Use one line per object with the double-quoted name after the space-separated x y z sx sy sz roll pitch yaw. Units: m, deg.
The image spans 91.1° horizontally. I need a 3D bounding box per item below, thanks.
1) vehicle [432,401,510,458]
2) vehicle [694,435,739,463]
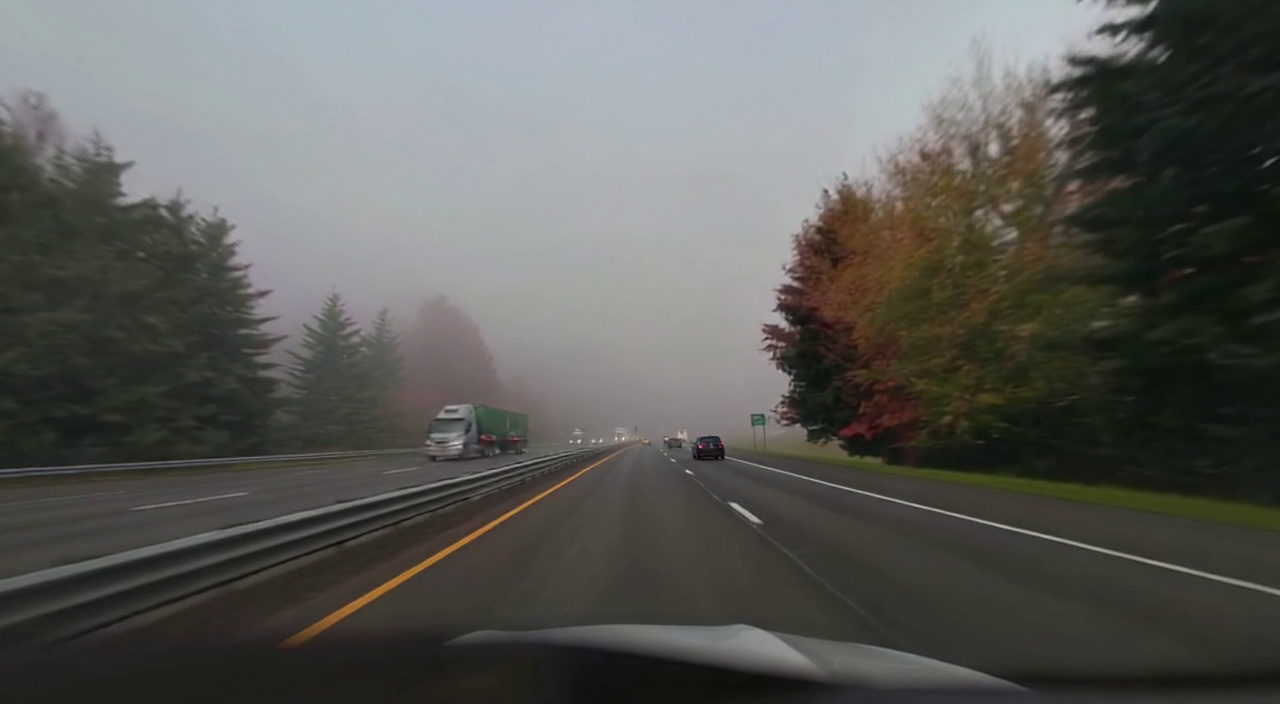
-12.651 6.053 48.275 3.048 3.893 10.150 0 -8 1 "vehicle"
4.350 5.599 36.376 2.024 1.516 4.197 0 -8 0 "vehicle"
